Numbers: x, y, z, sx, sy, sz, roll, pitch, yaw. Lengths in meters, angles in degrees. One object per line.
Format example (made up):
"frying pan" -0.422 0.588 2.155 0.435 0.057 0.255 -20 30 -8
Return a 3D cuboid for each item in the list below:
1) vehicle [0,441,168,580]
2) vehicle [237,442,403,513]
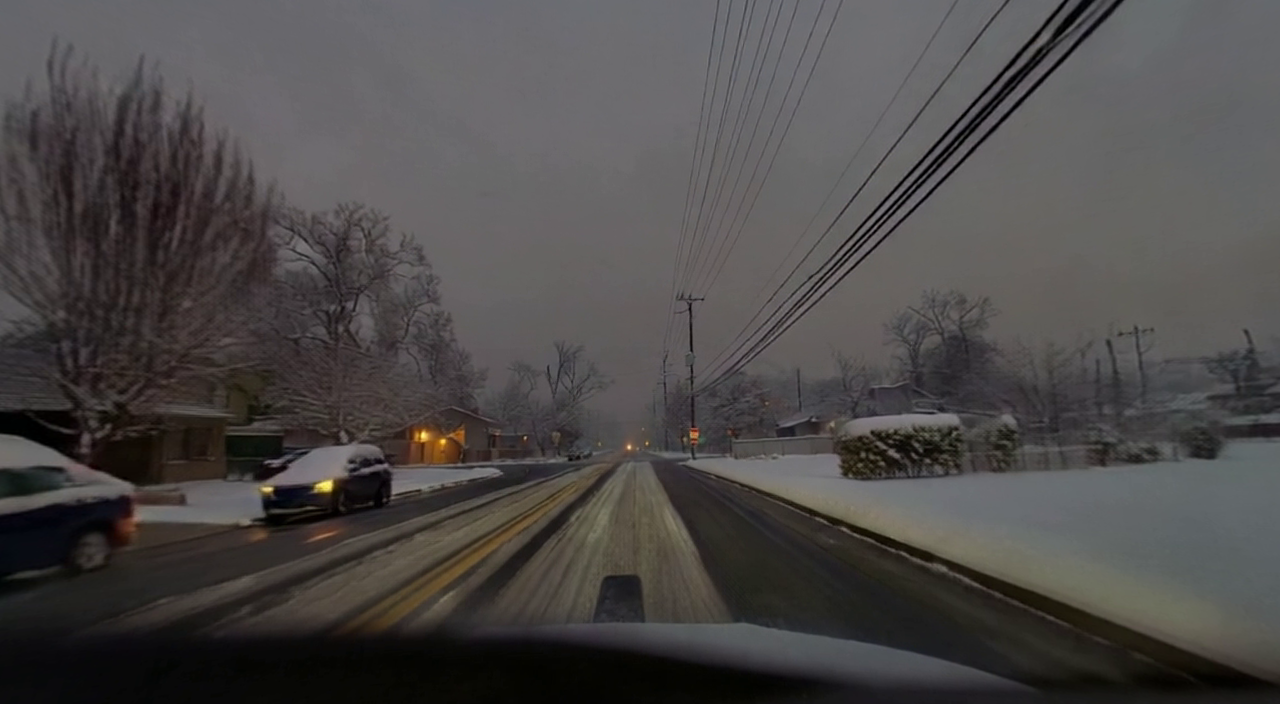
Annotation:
"vehicle" -8.509 1.933 7.866 1.950 1.627 4.027 -1 -9 4
"vehicle" -8.464 3.318 17.220 2.047 1.679 3.948 -1 -9 8
